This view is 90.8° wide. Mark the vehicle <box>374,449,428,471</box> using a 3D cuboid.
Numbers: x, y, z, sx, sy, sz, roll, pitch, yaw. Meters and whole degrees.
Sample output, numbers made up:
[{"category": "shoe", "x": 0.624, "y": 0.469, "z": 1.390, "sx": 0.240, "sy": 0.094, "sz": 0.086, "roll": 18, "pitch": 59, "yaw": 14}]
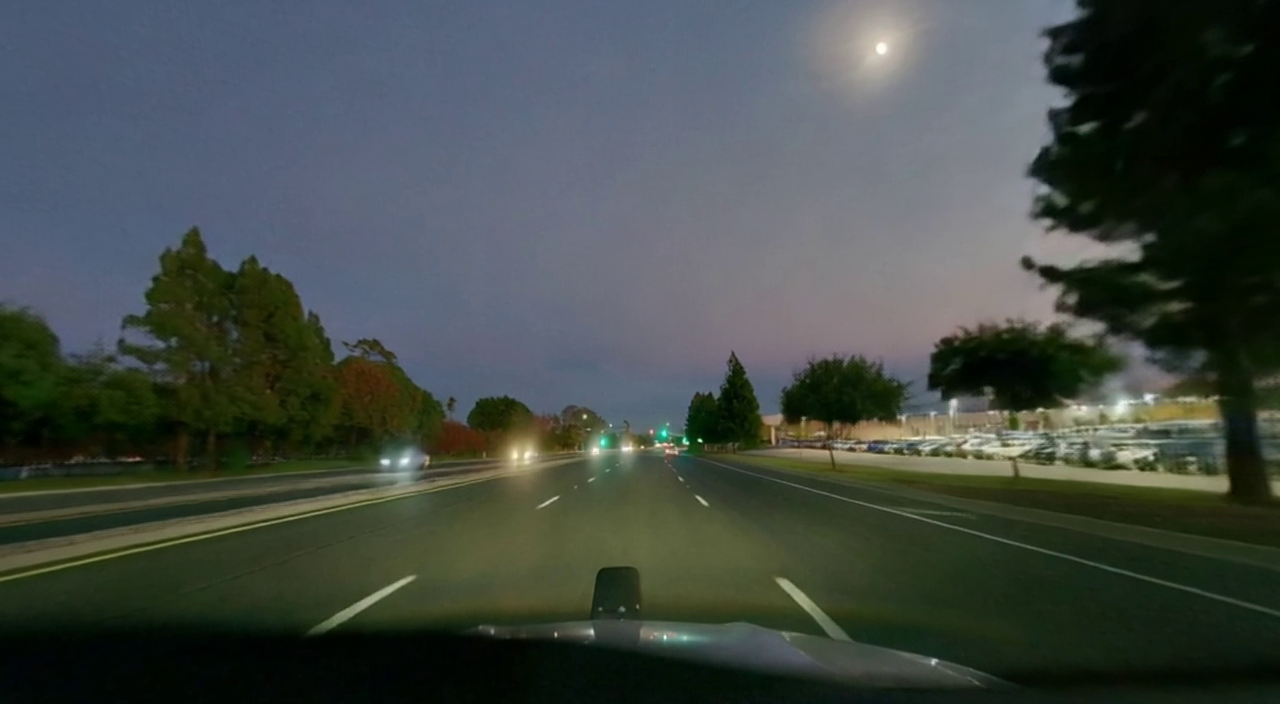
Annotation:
[{"category": "vehicle", "x": -17.141, "y": 7.752, "z": 45.565, "sx": 1.907, "sy": 1.483, "sz": 4.643, "roll": 0, "pitch": -8, "yaw": 2}]
